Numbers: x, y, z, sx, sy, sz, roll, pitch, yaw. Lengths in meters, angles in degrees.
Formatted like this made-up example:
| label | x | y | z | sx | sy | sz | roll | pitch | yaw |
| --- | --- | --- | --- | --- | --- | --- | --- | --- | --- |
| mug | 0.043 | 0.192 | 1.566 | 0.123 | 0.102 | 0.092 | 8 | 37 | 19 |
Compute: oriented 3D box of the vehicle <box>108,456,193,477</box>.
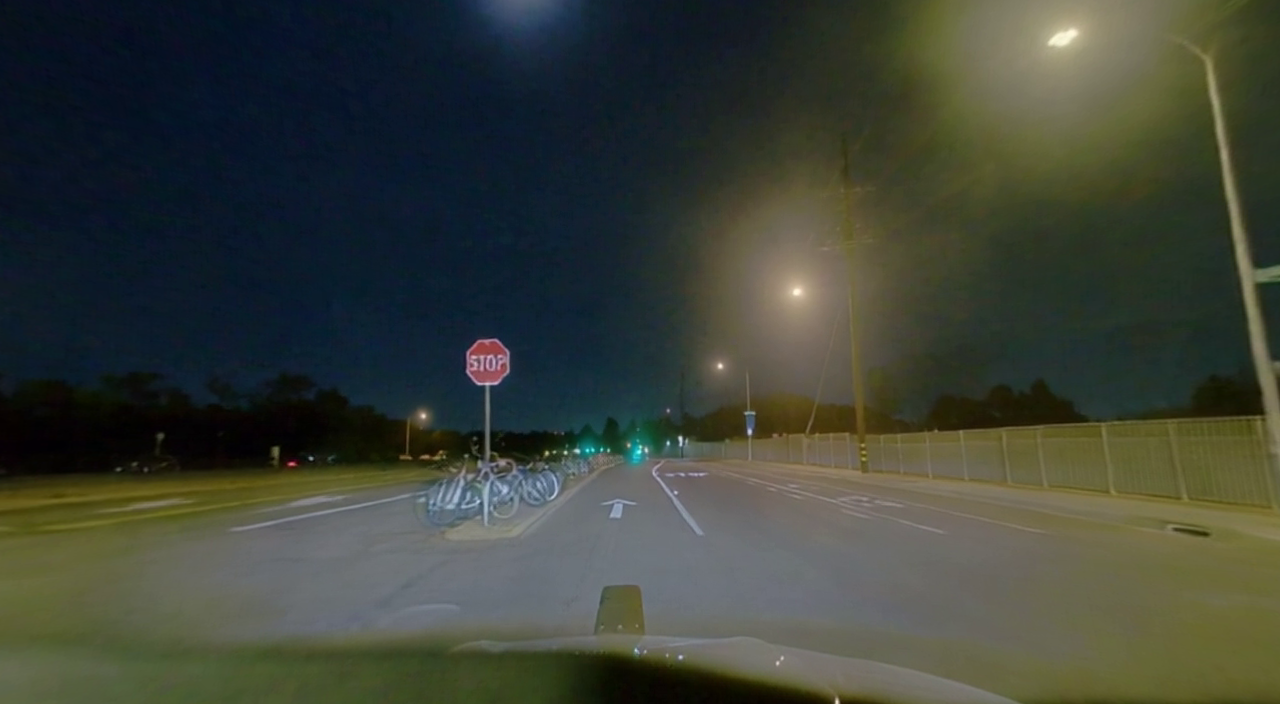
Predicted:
| label | x | y | z | sx | sy | sz | roll | pitch | yaw |
| --- | --- | --- | --- | --- | --- | --- | --- | --- | --- |
| vehicle | -33.937 | 7.946 | 43.913 | 4.327 | 1.402 | 1.757 | 0 | -9 | -4 |
